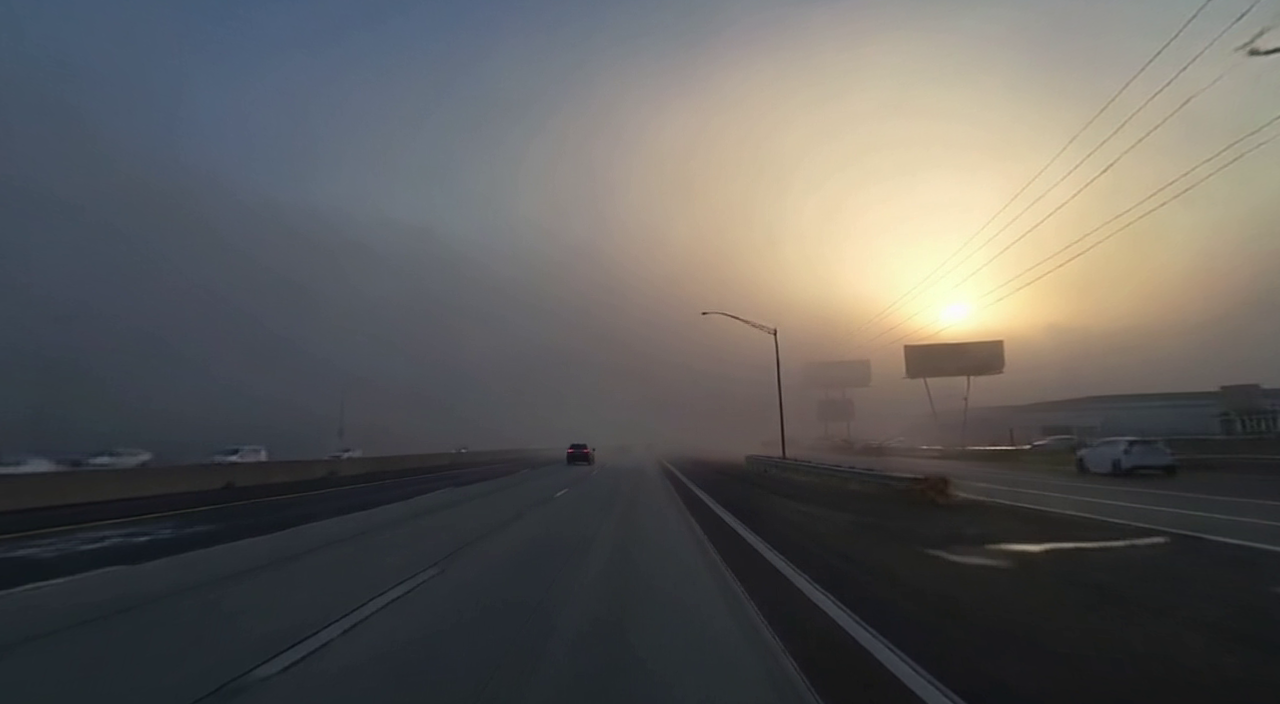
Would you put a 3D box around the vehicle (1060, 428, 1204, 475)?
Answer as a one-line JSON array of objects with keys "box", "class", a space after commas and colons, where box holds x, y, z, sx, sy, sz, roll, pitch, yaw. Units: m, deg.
[{"box": [18.944, 3.853, 24.668, 1.842, 1.639, 4.554, 0, -8, -2], "class": "vehicle"}]

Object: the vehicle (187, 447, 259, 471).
[{"box": [-28.660, 7.366, 43.604, 1.860, 1.512, 4.369, 0, -9, 1], "class": "vehicle"}]

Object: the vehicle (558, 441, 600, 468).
[{"box": [-3.583, 6.127, 37.995, 1.940, 1.479, 4.545, 0, -8, 1], "class": "vehicle"}]

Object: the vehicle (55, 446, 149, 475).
[{"box": [-33.046, 6.636, 39.015, 1.880, 1.650, 4.437, 0, -8, 0], "class": "vehicle"}]
